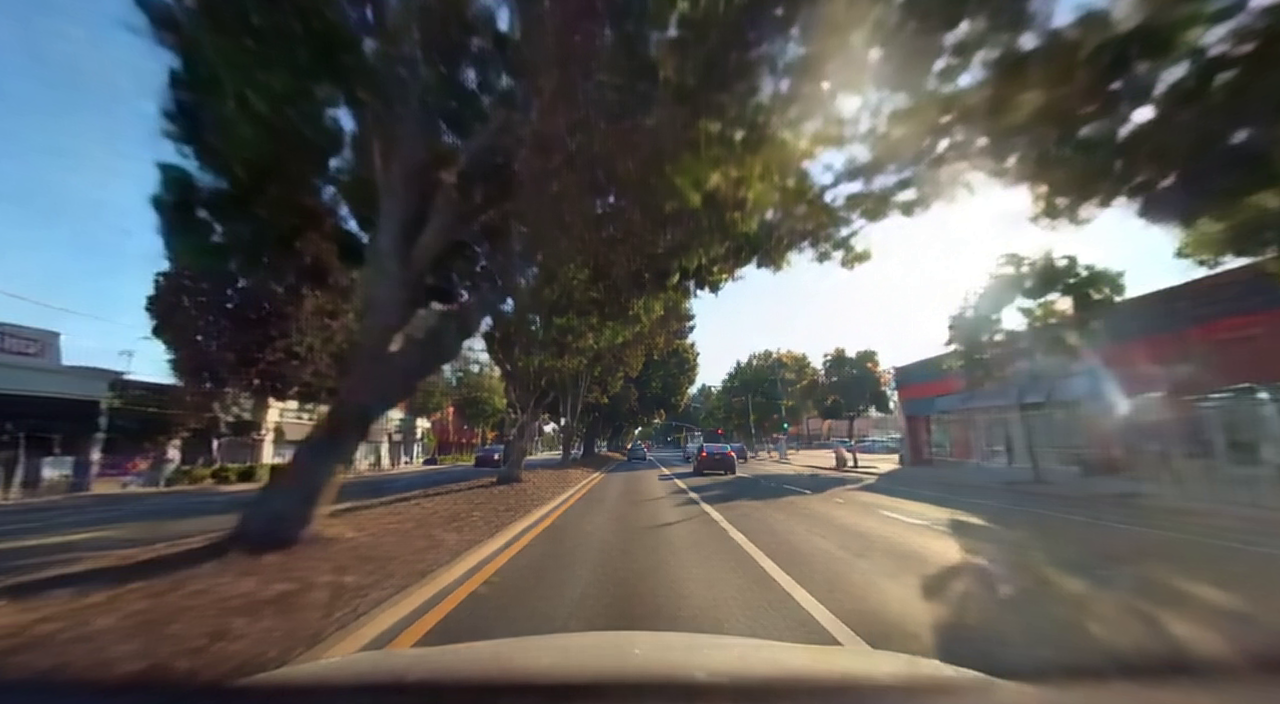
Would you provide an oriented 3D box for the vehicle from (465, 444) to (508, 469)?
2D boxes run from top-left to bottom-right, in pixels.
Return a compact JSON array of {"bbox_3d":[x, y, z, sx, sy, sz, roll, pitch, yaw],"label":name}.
[{"bbox_3d":[-11.921,8.155,49.449,2.116,1.789,4.889,0,-9,0],"label":"vehicle"}]

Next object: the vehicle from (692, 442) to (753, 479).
[{"bbox_3d":[3.493,4.717,27.679,1.983,1.482,4.463,0,-9,-1],"label":"vehicle"}]
